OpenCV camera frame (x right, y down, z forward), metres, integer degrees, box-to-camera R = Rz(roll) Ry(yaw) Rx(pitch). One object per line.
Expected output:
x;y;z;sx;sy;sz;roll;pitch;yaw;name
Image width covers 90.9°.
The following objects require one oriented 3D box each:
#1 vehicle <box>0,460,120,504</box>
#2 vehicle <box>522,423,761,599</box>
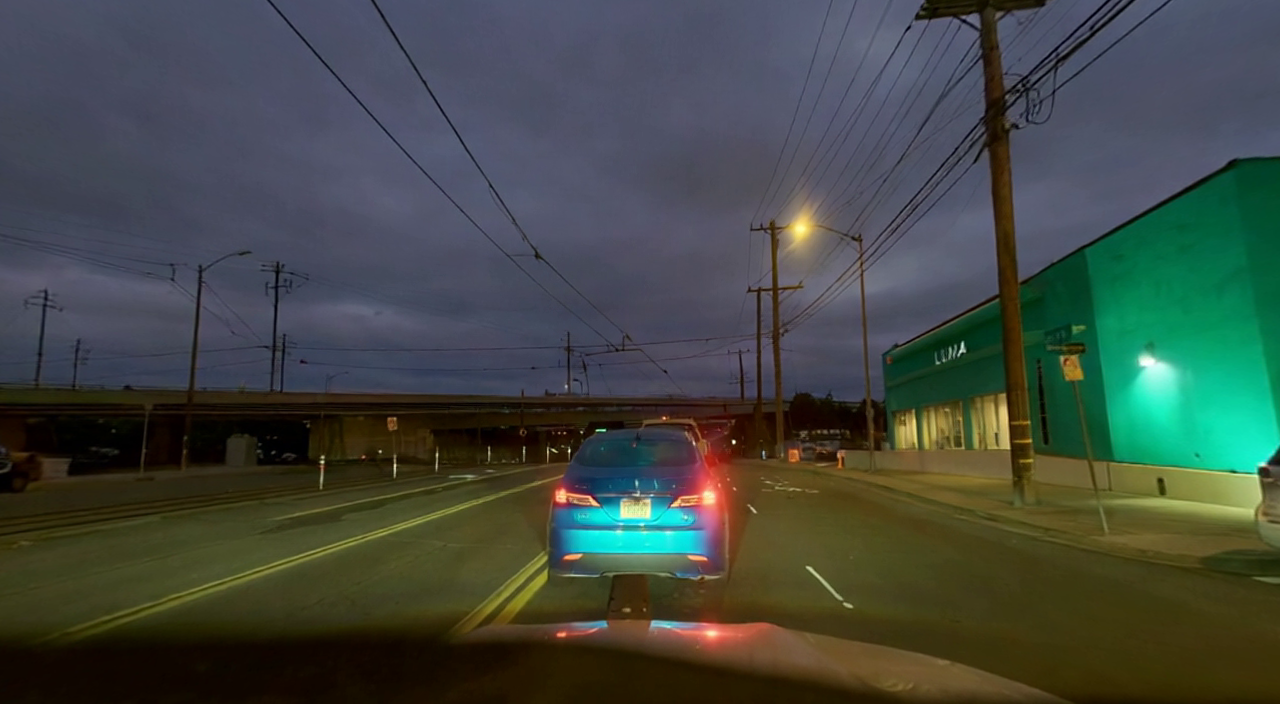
-21.923;4.676;22.850;4.566;1.453;1.935;-1;-9;5;vehicle
0.095;1.706;7.619;2.090;1.518;4.033;-1;-9;3;vehicle
